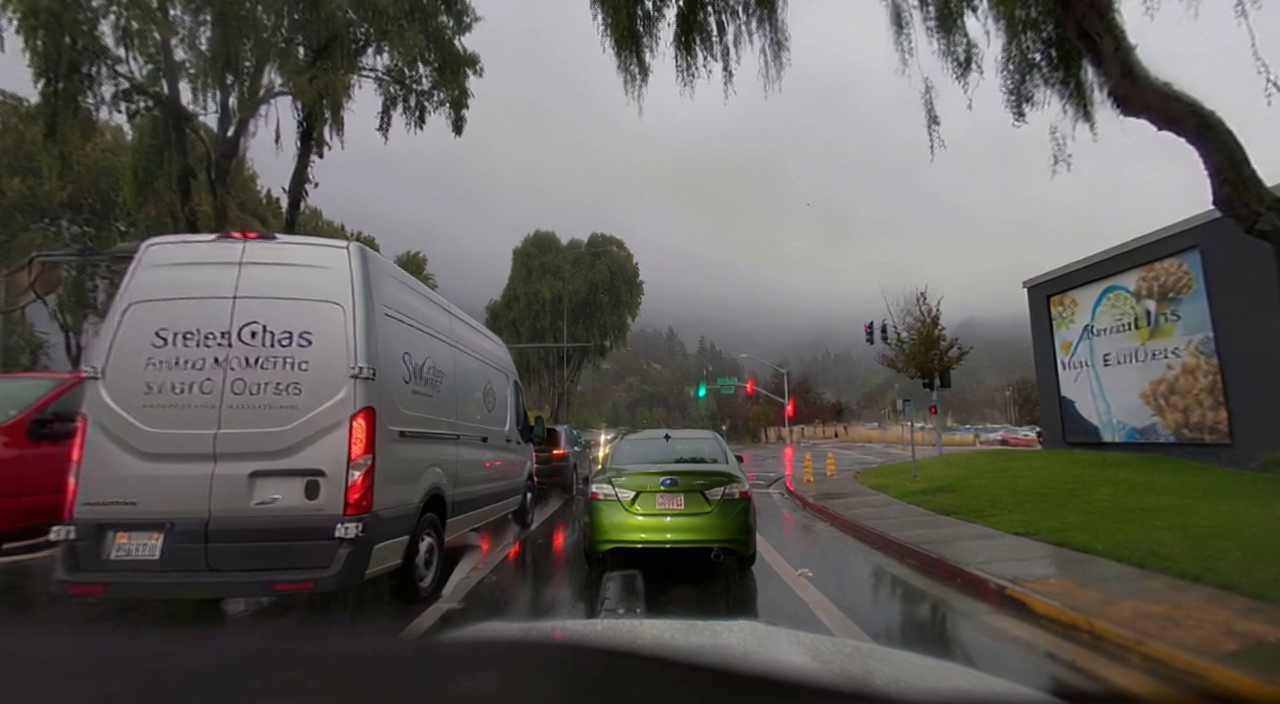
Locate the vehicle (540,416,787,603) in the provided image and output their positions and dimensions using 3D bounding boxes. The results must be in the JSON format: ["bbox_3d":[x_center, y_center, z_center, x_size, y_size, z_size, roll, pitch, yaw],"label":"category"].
[{"bbox_3d":[0.413,1.841,8.340,2.398,1.773,4.254,-1,-8,6],"label":"vehicle"}]

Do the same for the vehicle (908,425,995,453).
[{"bbox_3d":[21.958,6.157,44.463,5.021,1.848,2.210,1,-9,-9],"label":"vehicle"}]

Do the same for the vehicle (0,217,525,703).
[{"bbox_3d":[-3.089,1.023,6.787,2.555,3.035,5.702,0,-8,0],"label":"vehicle"}]

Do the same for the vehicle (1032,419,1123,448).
[{"bbox_3d":[32.011,6.025,46.132,5.084,2.041,2.360,1,-9,-9],"label":"vehicle"}]
